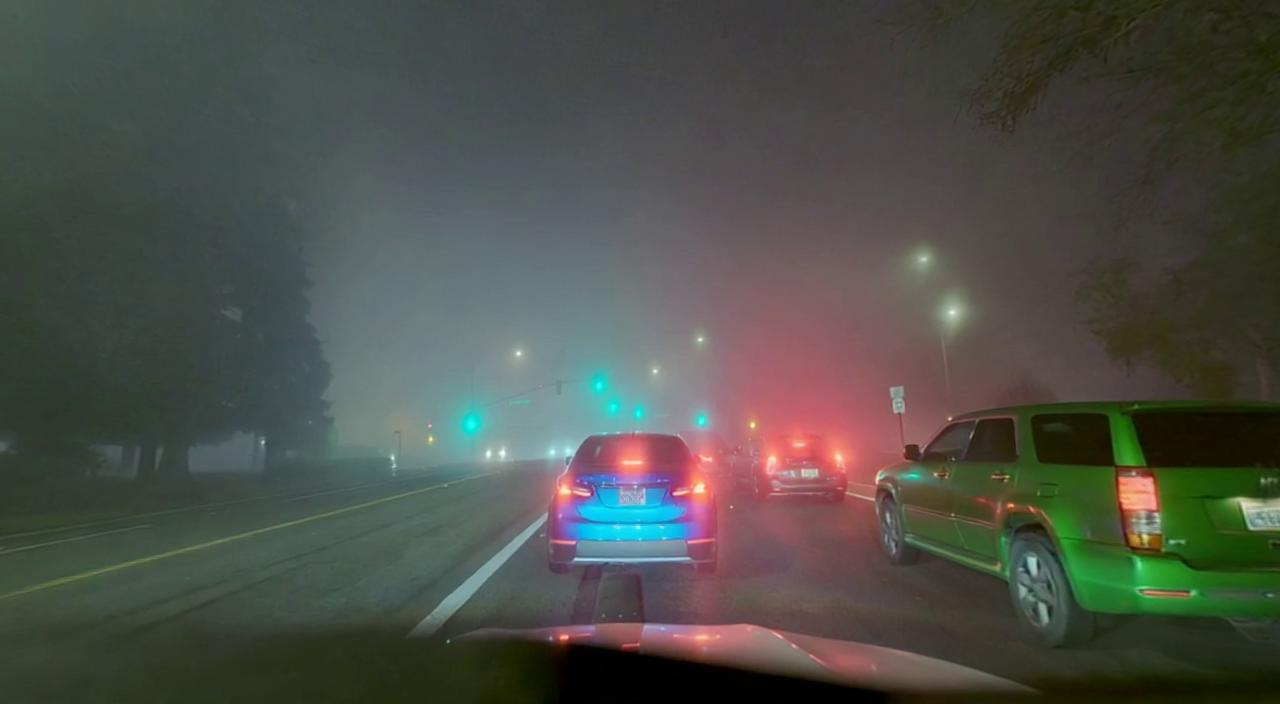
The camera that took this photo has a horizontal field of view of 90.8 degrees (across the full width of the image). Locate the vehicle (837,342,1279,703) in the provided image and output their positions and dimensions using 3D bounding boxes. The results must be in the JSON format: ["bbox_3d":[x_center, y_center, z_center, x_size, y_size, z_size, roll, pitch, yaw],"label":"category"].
[{"bbox_3d":[3.363,1.139,5.222,2.006,1.766,4.345,0,-8,0],"label":"vehicle"}]

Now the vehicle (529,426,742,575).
[{"bbox_3d":[-0.092,1.835,8.622,2.186,1.500,4.141,0,-8,-1],"label":"vehicle"}]

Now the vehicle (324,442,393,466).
[{"bbox_3d":[-19.930,7.249,44.862,3.957,1.630,1.881,0,-8,0],"label":"vehicle"}]

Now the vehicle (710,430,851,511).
[{"bbox_3d":[2.947,2.609,14.400,1.971,1.517,4.521,0,-8,-3],"label":"vehicle"}]

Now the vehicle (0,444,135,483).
[{"bbox_3d":[-22.537,4.344,24.720,4.092,1.438,1.639,0,-8,1],"label":"vehicle"}]
